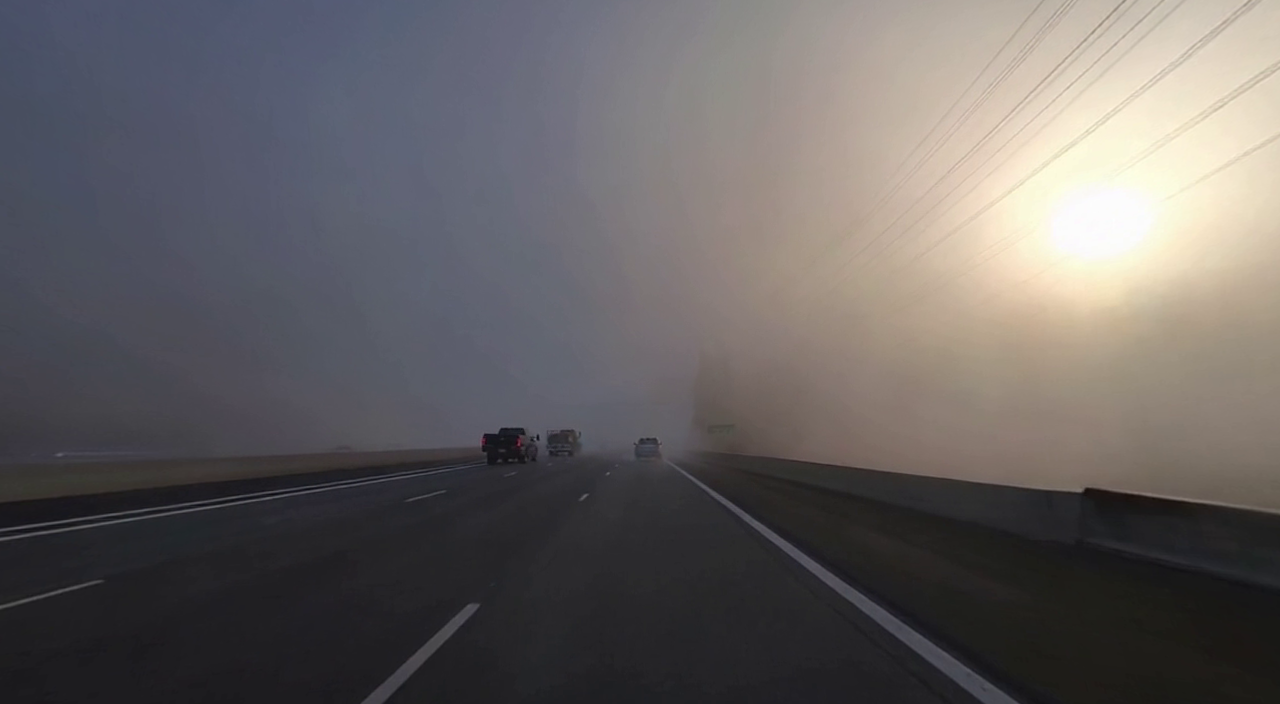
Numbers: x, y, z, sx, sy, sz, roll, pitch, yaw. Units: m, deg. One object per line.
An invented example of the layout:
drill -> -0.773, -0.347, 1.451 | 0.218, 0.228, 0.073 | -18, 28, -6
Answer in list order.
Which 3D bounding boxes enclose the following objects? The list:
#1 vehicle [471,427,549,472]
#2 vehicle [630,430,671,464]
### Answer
vehicle -> -6.307, 4.847, 31.614 | 2.460, 1.992, 6.474 | 0, -8, 0
vehicle -> 0.654, 6.134, 40.897 | 2.448, 2.025, 5.193 | 0, -8, 0
